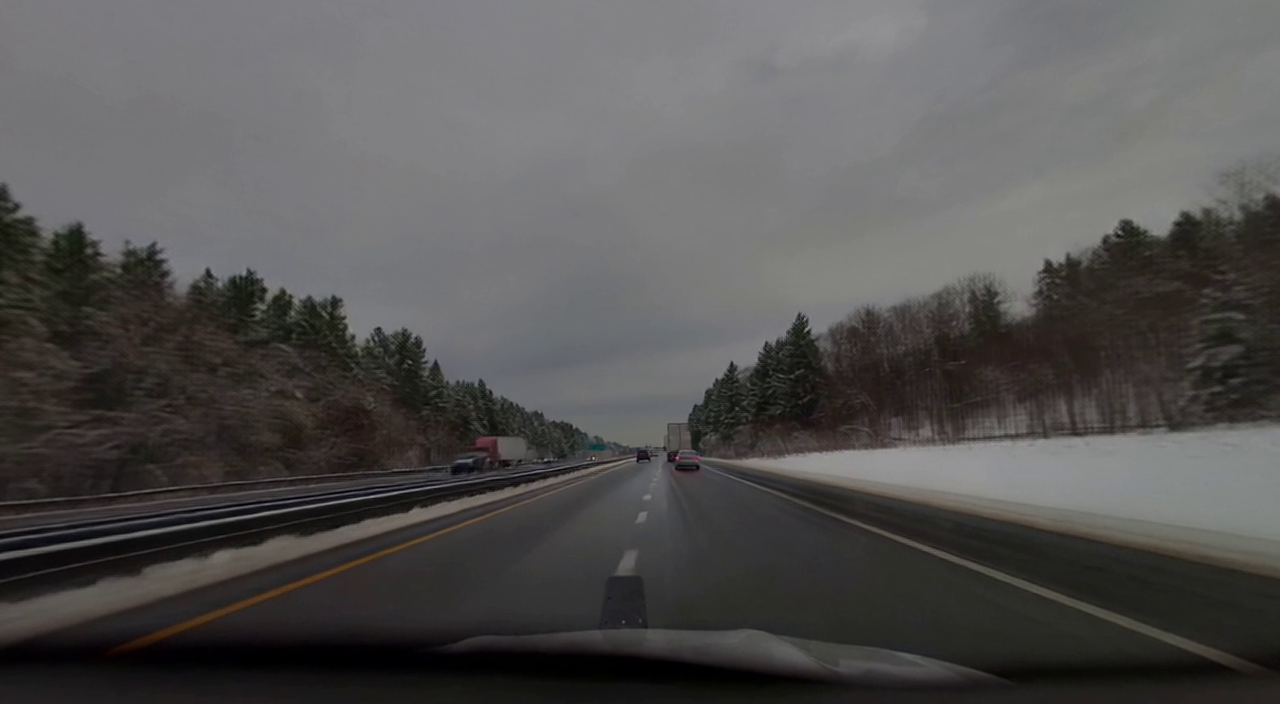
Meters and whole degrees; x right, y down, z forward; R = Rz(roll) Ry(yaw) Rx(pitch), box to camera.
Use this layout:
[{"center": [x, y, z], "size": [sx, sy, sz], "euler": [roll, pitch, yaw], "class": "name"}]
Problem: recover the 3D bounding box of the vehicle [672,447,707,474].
[{"center": [3.172, 7.039, 41.251], "size": [2.096, 1.653, 4.185], "euler": [0, -9, 2], "class": "vehicle"}]
